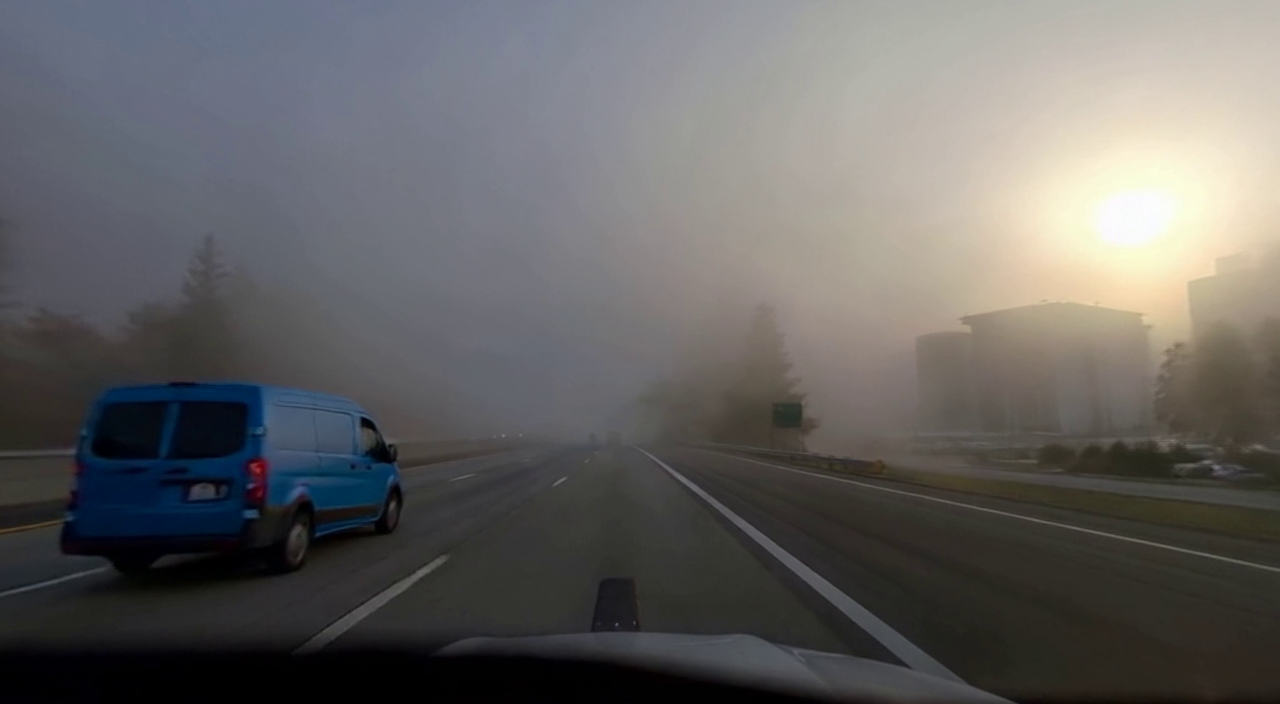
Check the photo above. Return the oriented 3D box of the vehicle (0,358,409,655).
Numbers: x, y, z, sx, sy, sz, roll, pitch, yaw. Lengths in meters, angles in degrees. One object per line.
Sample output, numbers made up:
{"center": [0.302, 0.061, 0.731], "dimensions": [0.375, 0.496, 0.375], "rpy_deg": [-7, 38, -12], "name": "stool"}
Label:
{"center": [-4.255, 1.254, 6.308], "dimensions": [2.219, 1.827, 4.738], "rpy_deg": [0, -8, -2], "name": "vehicle"}
